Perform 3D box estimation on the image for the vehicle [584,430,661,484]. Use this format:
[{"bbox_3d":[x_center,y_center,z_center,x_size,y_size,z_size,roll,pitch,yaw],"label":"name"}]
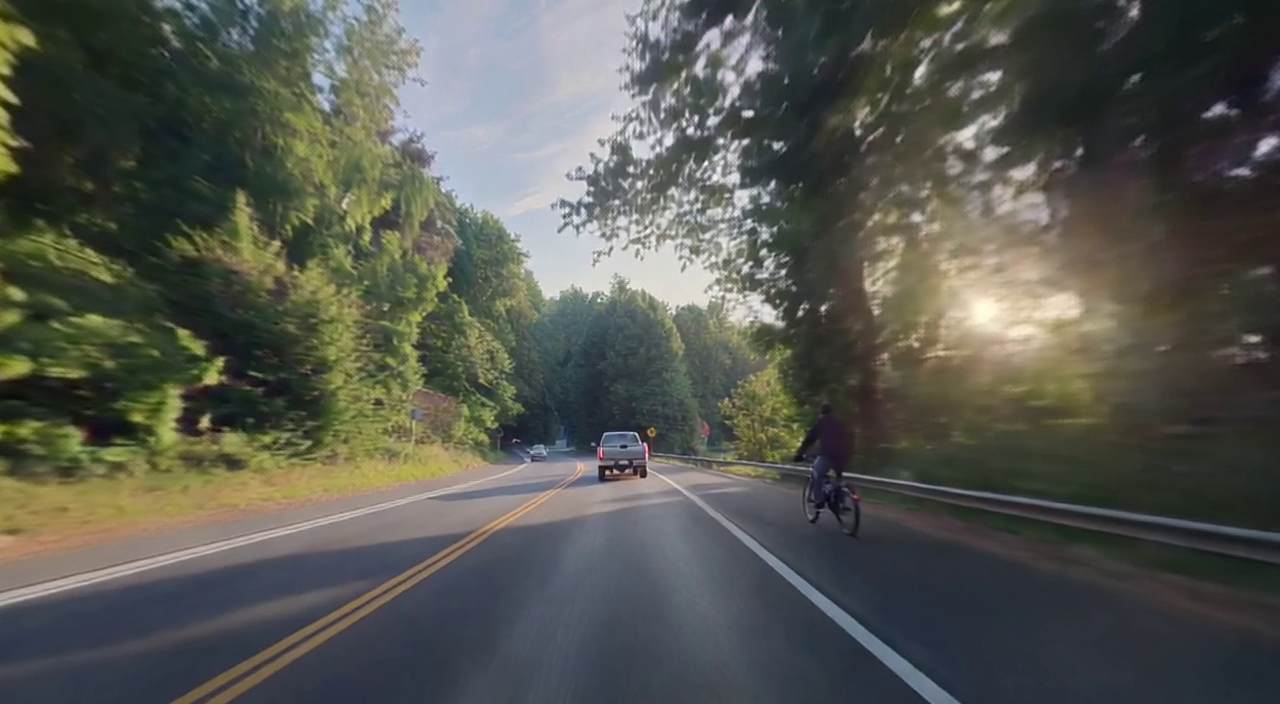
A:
[{"bbox_3d":[-0.748,3.965,24.157,2.631,1.798,5.331,0,-8,-3],"label":"vehicle"}]
